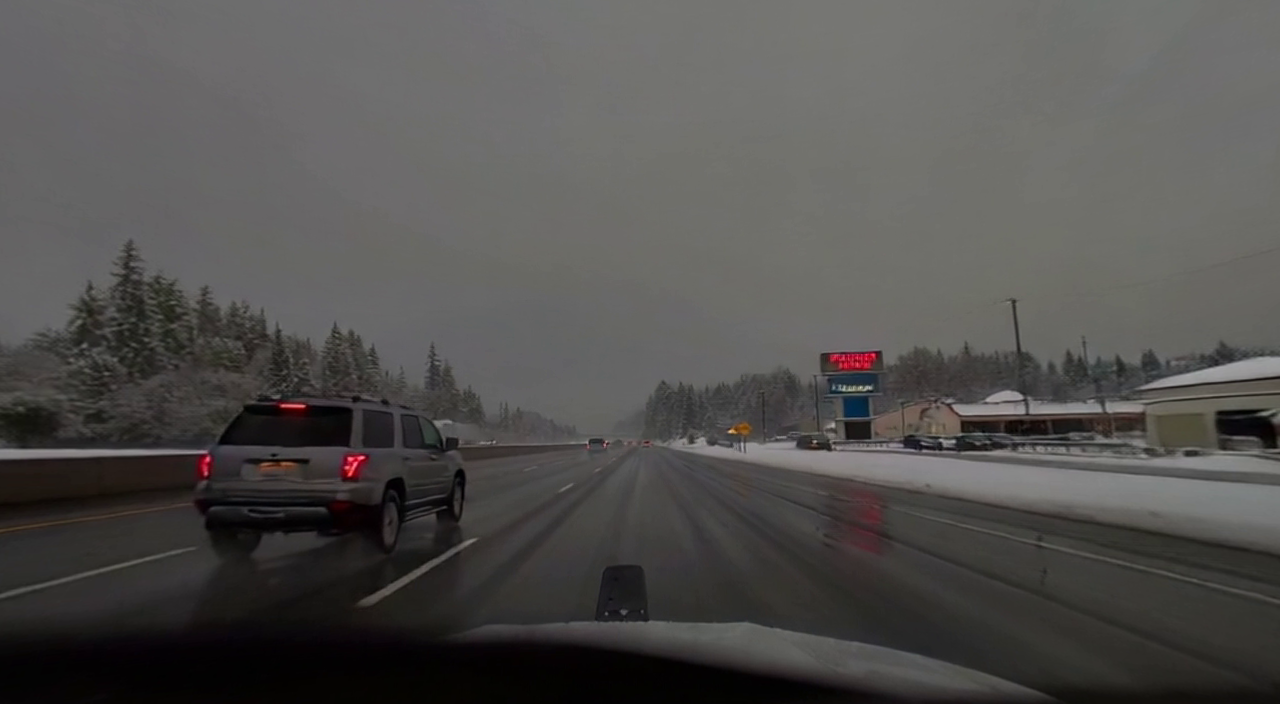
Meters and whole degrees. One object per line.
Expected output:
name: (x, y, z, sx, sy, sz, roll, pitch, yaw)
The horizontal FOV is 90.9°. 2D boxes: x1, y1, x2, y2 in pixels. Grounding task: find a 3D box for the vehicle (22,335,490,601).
vehicle: (-3.872, 1.367, 8.194, 2.352, 2.209, 5.802, 0, -8, 1)
